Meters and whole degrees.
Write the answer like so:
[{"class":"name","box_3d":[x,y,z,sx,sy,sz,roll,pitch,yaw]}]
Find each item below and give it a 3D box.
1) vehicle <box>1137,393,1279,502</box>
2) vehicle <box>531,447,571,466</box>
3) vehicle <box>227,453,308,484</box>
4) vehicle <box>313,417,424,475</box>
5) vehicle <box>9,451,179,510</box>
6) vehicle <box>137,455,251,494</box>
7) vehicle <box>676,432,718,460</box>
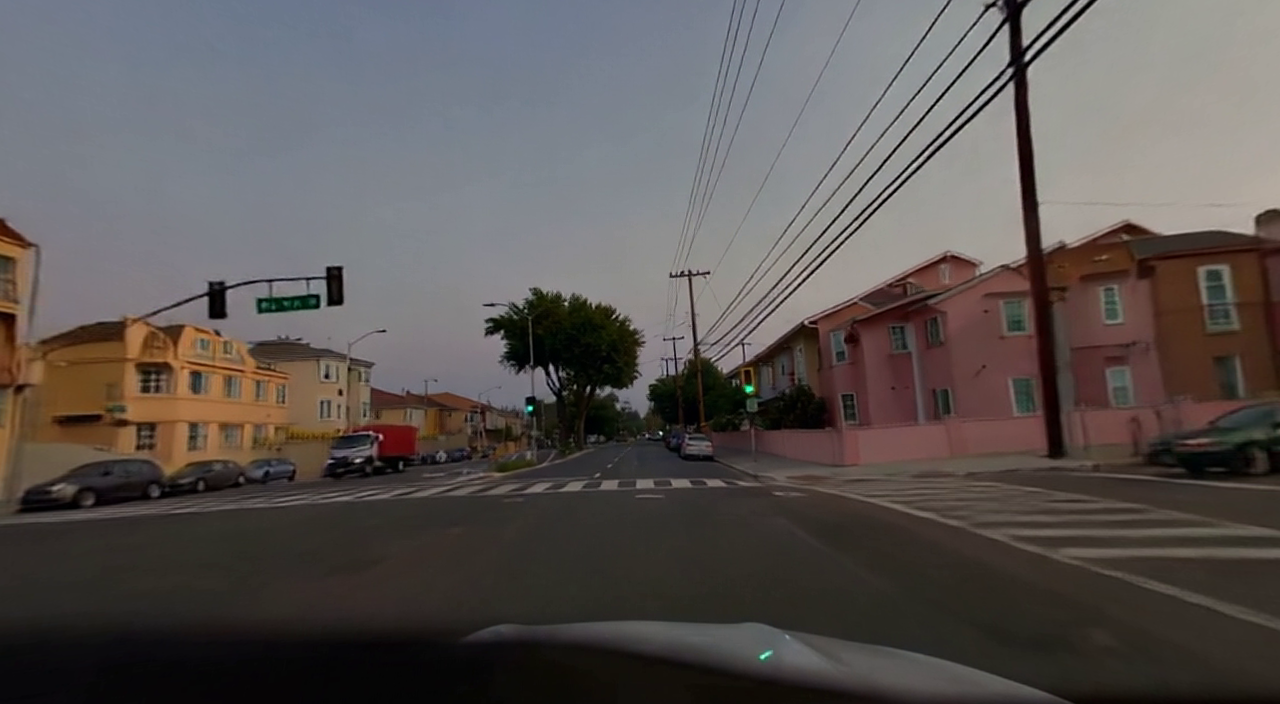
[{"class":"vehicle","box_3d":[11.956,1.520,10.912,4.816,1.501,2.296,-2,-1,1]},{"class":"vehicle","box_3d":[-5.901,6.915,41.968,1.925,1.016,2.951,-3,-6,6]},{"class":"vehicle","box_3d":[-19.127,5.985,32.548,1.672,1.428,4.062,0,-9,0]},{"class":"vehicle","box_3d":[-16.057,5.701,38.132,2.979,3.071,7.978,-1,-9,1]},{"class":"vehicle","box_3d":[-19.320,4.497,22.653,2.071,1.840,4.528,0,-9,-1]},{"class":"vehicle","box_3d":[-19.261,5.290,27.526,1.751,1.487,4.514,0,-9,-1]},{"class":"vehicle","box_3d":[3.142,5.330,35.714,1.986,1.491,4.500,0,-9,0]}]
